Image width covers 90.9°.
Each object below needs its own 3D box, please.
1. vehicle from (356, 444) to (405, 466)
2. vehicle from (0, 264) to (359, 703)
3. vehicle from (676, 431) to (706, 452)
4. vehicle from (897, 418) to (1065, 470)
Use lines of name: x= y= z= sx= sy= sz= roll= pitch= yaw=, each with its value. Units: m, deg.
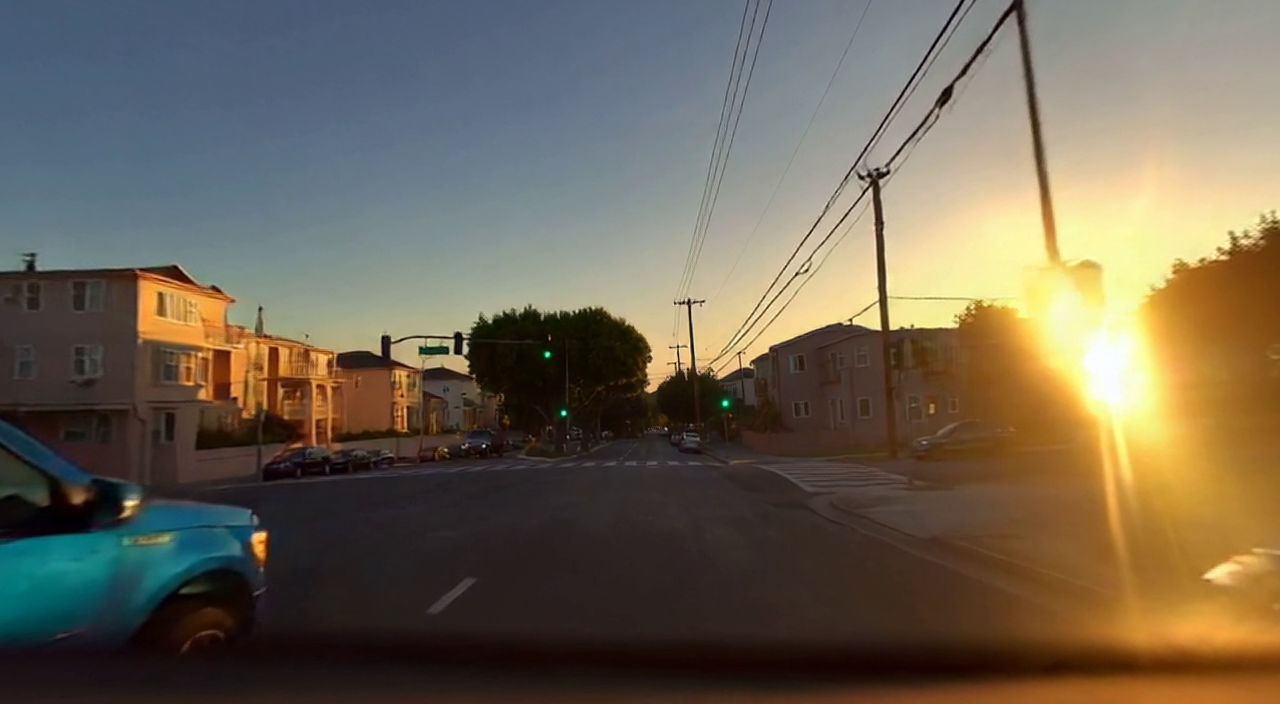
vehicle: x=-18.466 y=7.330 z=44.971 sx=1.672 sy=1.428 sz=4.062 roll=-1 pitch=-9 yaw=1
vehicle: x=-3.028 y=0.631 z=1.439 sx=2.242 sy=1.890 sz=5.306 roll=0 pitch=-9 yaw=1
vehicle: x=3.843 y=6.810 z=47.832 sx=1.986 sy=1.491 sz=4.500 roll=0 pitch=-9 yaw=1
vehicle: x=12.250 y=3.309 z=22.926 sx=4.816 sy=1.501 sz=2.296 roll=-2 pitch=-1 yaw=2
